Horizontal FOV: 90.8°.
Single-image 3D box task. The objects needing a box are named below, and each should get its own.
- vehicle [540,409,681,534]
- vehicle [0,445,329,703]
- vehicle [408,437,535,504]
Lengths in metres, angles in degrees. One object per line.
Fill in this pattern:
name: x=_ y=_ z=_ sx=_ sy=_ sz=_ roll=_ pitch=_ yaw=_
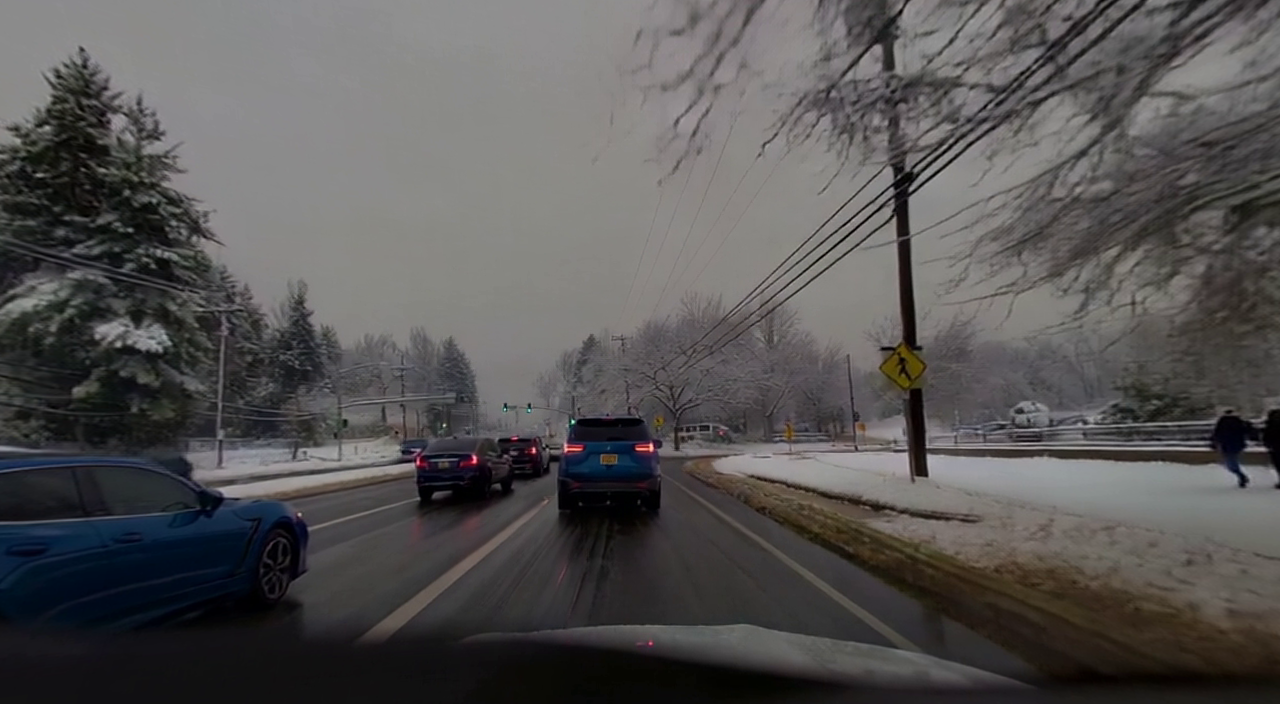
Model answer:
vehicle: x=-0.459 y=1.996 z=11.048 sx=2.012 sy=1.769 sz=3.897 roll=0 pitch=-8 yaw=-1
vehicle: x=-3.737 y=1.171 z=3.405 sx=1.865 sy=1.314 sz=4.461 roll=0 pitch=-8 yaw=0
vehicle: x=-4.131 y=2.970 z=16.345 sx=2.087 sy=1.485 sz=4.452 roll=0 pitch=-8 yaw=0
